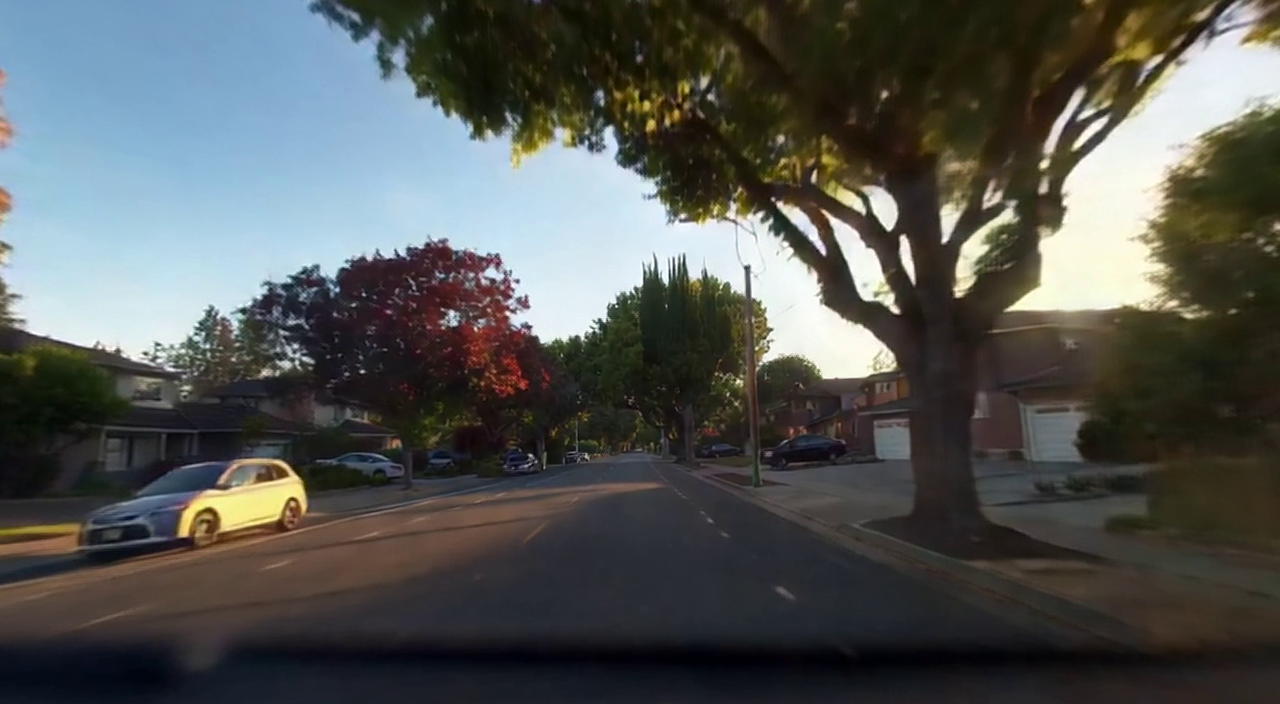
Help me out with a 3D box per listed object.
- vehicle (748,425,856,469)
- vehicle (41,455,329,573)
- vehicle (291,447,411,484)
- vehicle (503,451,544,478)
[{"bbox_3d":[8.805,5.197,34.609,5.221,1.958,1.992,-4,-9,0],"label":"vehicle"},{"bbox_3d":[-7.632,2.685,11.337,1.919,1.492,4.547,-5,-9,-1],"label":"vehicle"},{"bbox_3d":[-14.414,5.650,31.733,4.995,1.760,1.988,0,-9,-3],"label":"vehicle"},{"bbox_3d":[-7.825,7.598,42.847,1.973,1.500,4.781,-5,-9,-2],"label":"vehicle"}]
